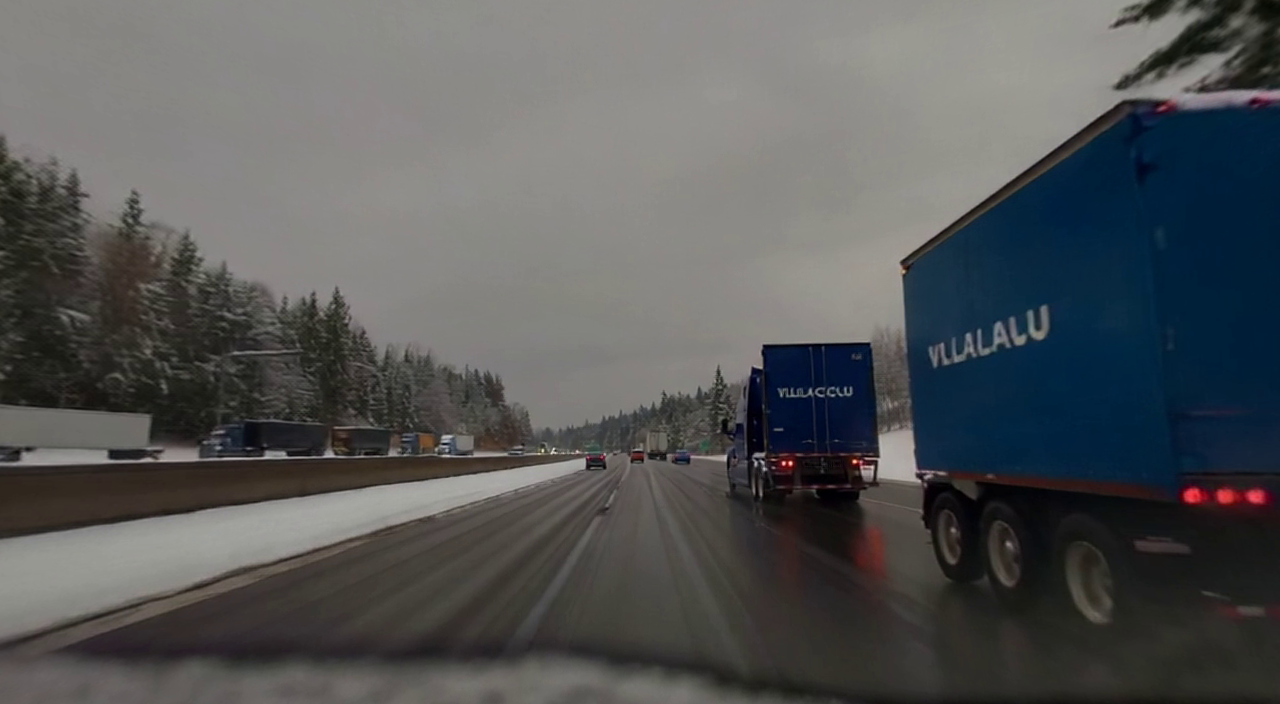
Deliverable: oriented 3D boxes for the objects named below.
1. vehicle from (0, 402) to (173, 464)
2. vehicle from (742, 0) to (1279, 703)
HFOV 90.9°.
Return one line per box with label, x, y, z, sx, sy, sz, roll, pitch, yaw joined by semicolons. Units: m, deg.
vehicle;-41.779;5.768;44.104;3.143;4.022;14.844;-4;-10;22
vehicle;4.426;0.963;10.537;2.847;4.075;14.244;0;-9;-1
